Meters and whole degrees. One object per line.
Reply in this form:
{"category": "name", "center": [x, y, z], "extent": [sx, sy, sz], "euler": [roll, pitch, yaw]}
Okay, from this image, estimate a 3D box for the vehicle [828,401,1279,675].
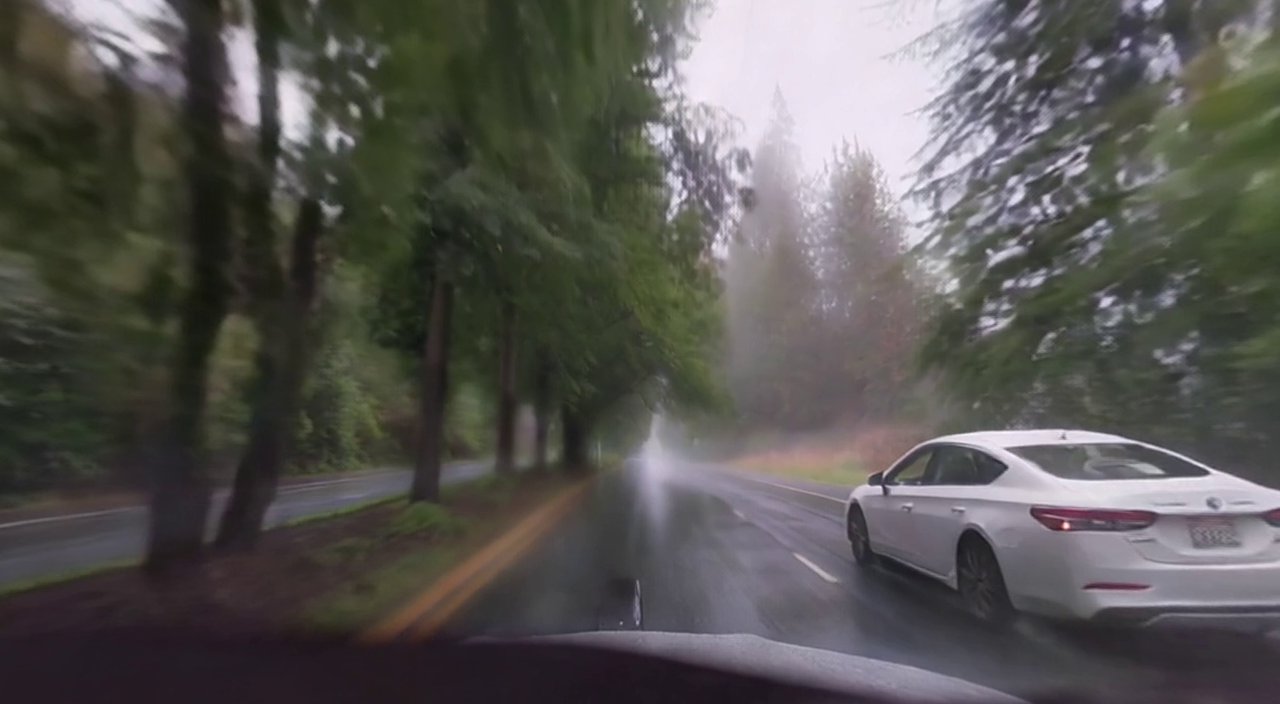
{"category": "vehicle", "center": [3.537, 1.432, 6.057], "extent": [2.060, 1.584, 4.592], "euler": [0, -9, 0]}
